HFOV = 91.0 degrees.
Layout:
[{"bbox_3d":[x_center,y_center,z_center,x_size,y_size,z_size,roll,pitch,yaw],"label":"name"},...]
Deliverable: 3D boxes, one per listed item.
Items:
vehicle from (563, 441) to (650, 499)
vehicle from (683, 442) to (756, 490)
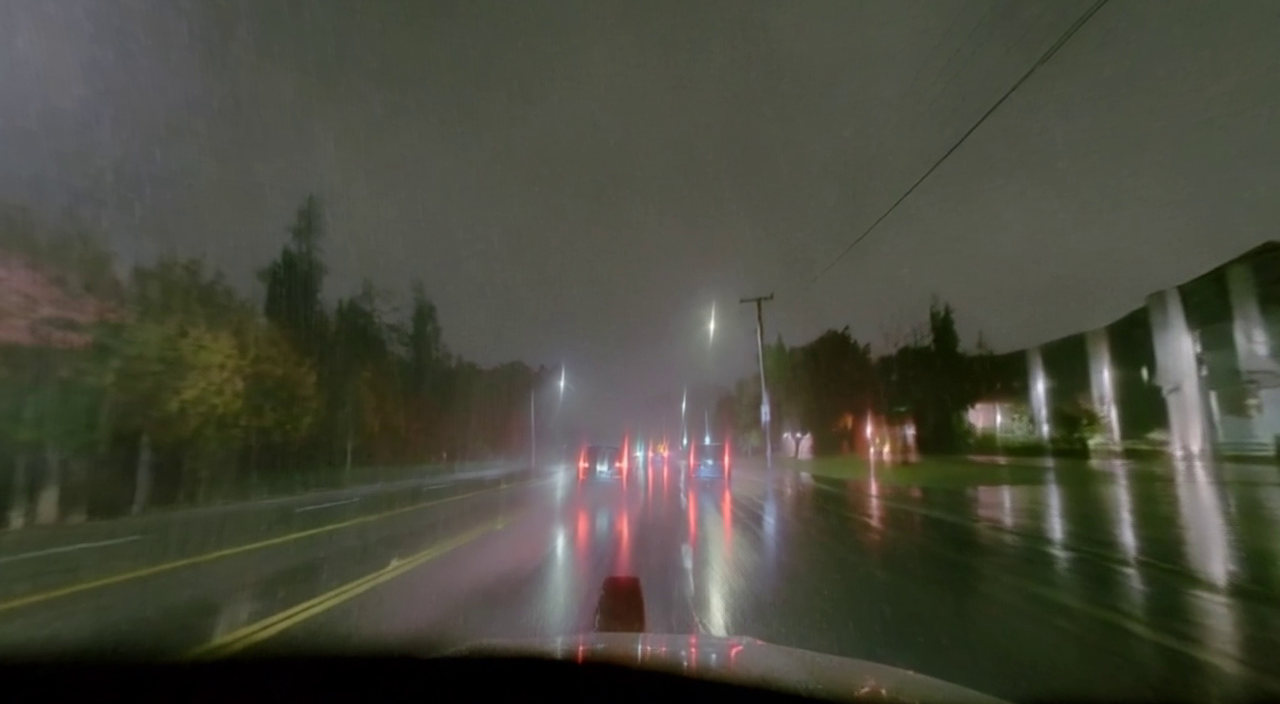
[{"bbox_3d":[-0.816,3.342,18.235,2.030,1.467,4.403,-1,-9,3],"label":"vehicle"},{"bbox_3d":[2.568,3.796,21.324,2.065,1.456,4.099,-1,-9,2],"label":"vehicle"}]
